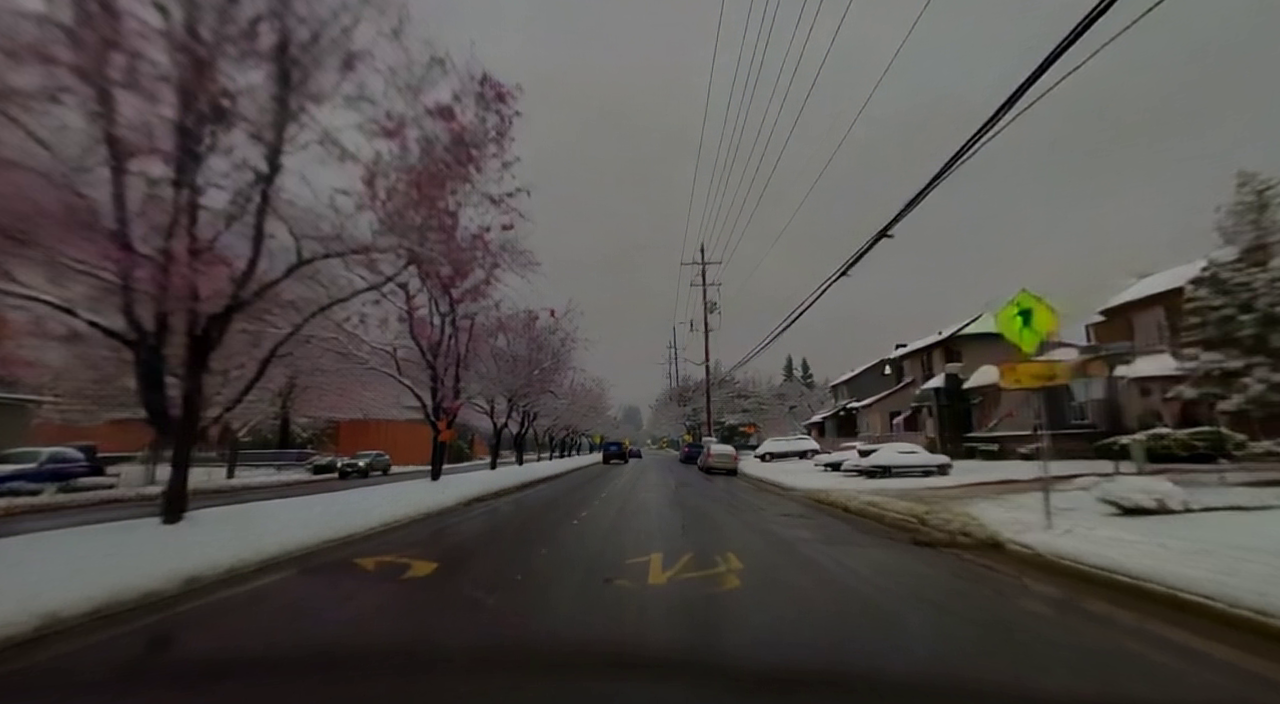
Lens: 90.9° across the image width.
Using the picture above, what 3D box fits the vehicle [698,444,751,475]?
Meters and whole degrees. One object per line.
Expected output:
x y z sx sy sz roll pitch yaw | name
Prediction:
4.167 5.369 31.719 2.042 1.465 4.455 0 -9 0 | vehicle

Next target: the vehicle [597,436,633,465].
-1.693 6.937 44.459 2.202 1.961 4.980 0 -9 1 | vehicle

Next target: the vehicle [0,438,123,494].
-22.407 4.119 23.334 2.195 1.770 4.957 0 -7 1 | vehicle

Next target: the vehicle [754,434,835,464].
10.085 6.383 41.464 4.818 1.847 2.257 0 -9 2 | vehicle

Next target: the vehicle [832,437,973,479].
9.757 3.977 23.691 4.430 1.480 1.923 0 -9 -2 | vehicle

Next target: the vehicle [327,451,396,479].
-16.285 6.617 37.074 1.954 1.497 4.613 0 -9 0 | vehicle

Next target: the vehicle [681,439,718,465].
4.471 7.643 48.295 2.280 1.904 5.779 0 -9 0 | vehicle
